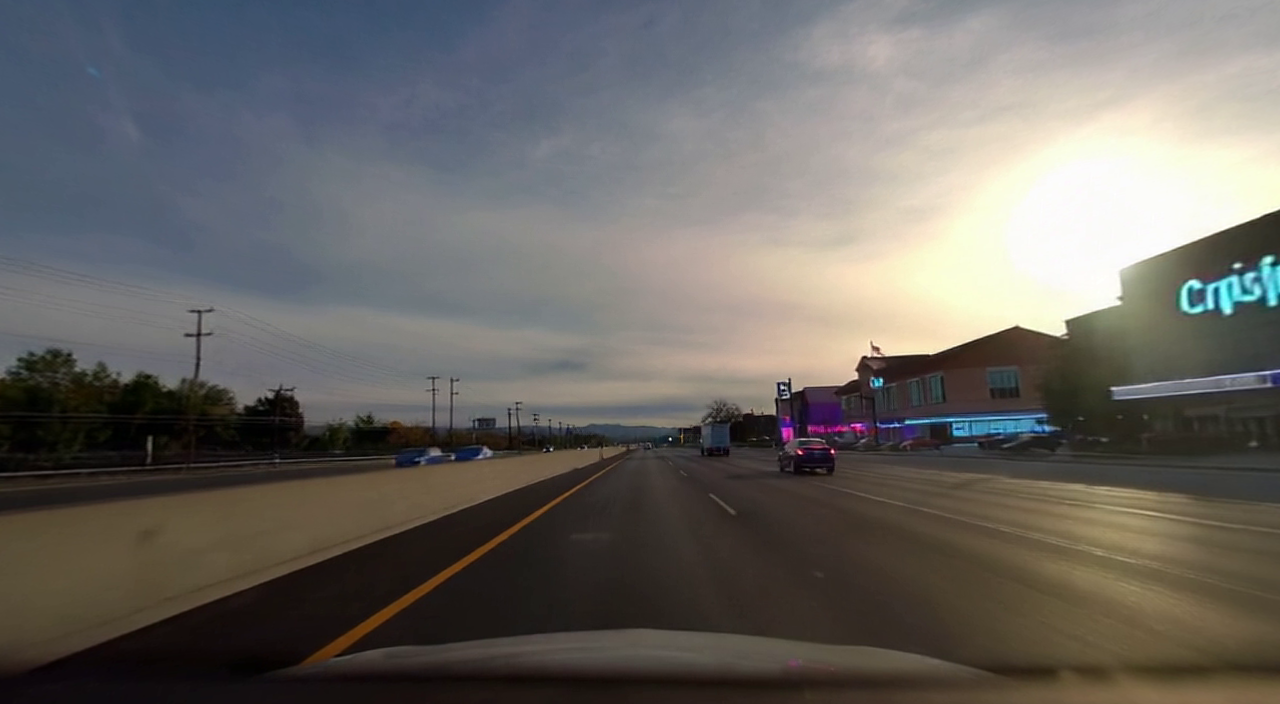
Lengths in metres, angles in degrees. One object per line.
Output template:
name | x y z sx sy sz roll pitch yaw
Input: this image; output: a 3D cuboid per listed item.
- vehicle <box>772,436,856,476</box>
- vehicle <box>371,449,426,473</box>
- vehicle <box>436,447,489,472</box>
vehicle | 7.267 4.392 26.811 2.079 1.518 5.032 0 -8 -1
vehicle | -16.767 7.563 43.793 1.952 1.507 4.377 0 -8 3
vehicle | -11.422 6.916 40.784 1.958 1.502 4.841 0 -8 1
